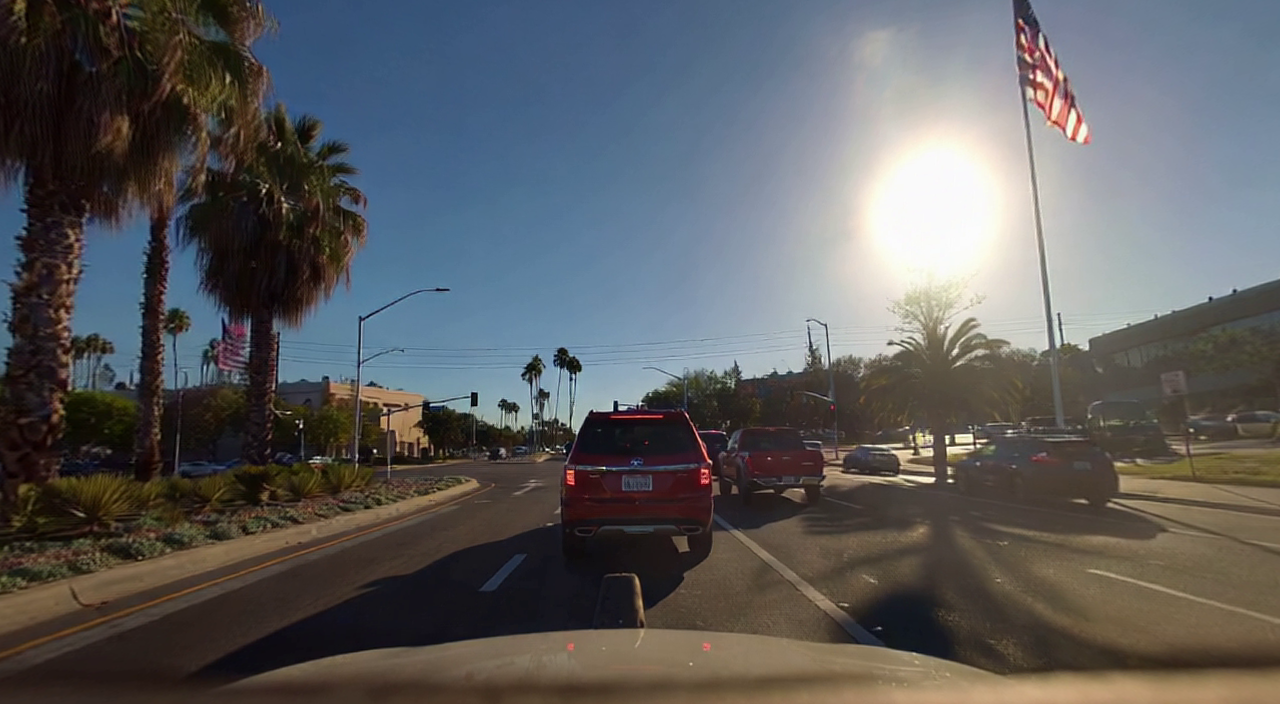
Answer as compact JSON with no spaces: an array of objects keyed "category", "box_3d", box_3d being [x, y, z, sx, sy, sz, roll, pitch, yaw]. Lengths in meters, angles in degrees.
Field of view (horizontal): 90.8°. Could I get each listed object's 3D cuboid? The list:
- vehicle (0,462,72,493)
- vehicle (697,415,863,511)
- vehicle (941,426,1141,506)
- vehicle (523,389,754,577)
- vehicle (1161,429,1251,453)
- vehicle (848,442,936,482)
[{"category":"vehicle","box_3d":[-45.664,9.076,45.763,6.410,2.078,2.584,0,-9,0]},{"category":"vehicle","box_3d":[3.250,2.827,16.582,2.773,2.021,6.212,0,-9,-2]},{"category":"vehicle","box_3d":[10.033,2.882,16.401,2.155,1.779,4.582,0,-9,0]},{"category":"vehicle","box_3d":[-0.121,1.700,8.945,2.402,1.938,4.535,0,-9,-3]},{"category":"vehicle","box_3d":[36.420,5.764,40.837,1.839,1.455,4.395,0,-9,2]},{"category":"vehicle","box_3d":[10.174,4.456,25.871,1.855,1.495,4.143,0,-9,-1]}]
